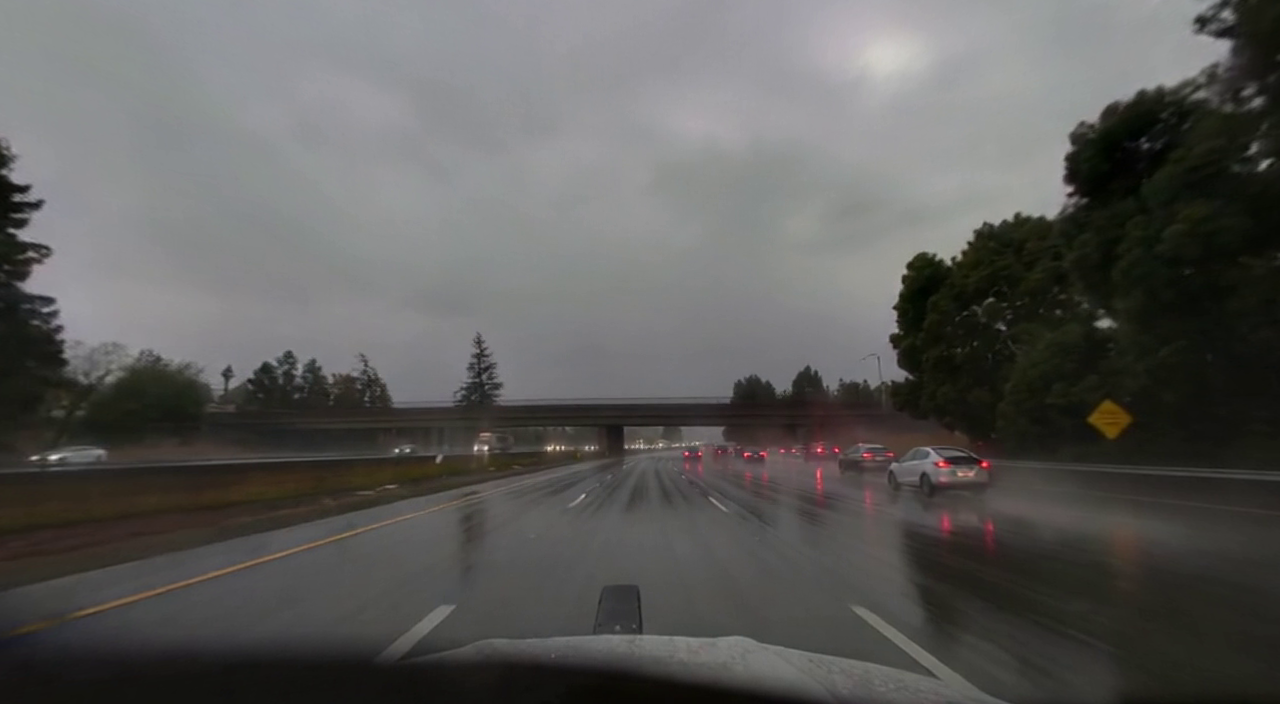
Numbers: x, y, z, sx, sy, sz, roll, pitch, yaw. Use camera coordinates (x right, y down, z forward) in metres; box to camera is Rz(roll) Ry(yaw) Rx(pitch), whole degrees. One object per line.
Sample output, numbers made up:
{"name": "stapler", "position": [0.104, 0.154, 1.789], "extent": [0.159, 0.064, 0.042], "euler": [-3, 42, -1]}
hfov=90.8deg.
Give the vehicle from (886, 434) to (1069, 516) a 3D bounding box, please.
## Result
{"name": "vehicle", "position": [7.659, 2.807, 14.938], "extent": [1.862, 1.613, 4.316], "euler": [0, -9, -1]}
